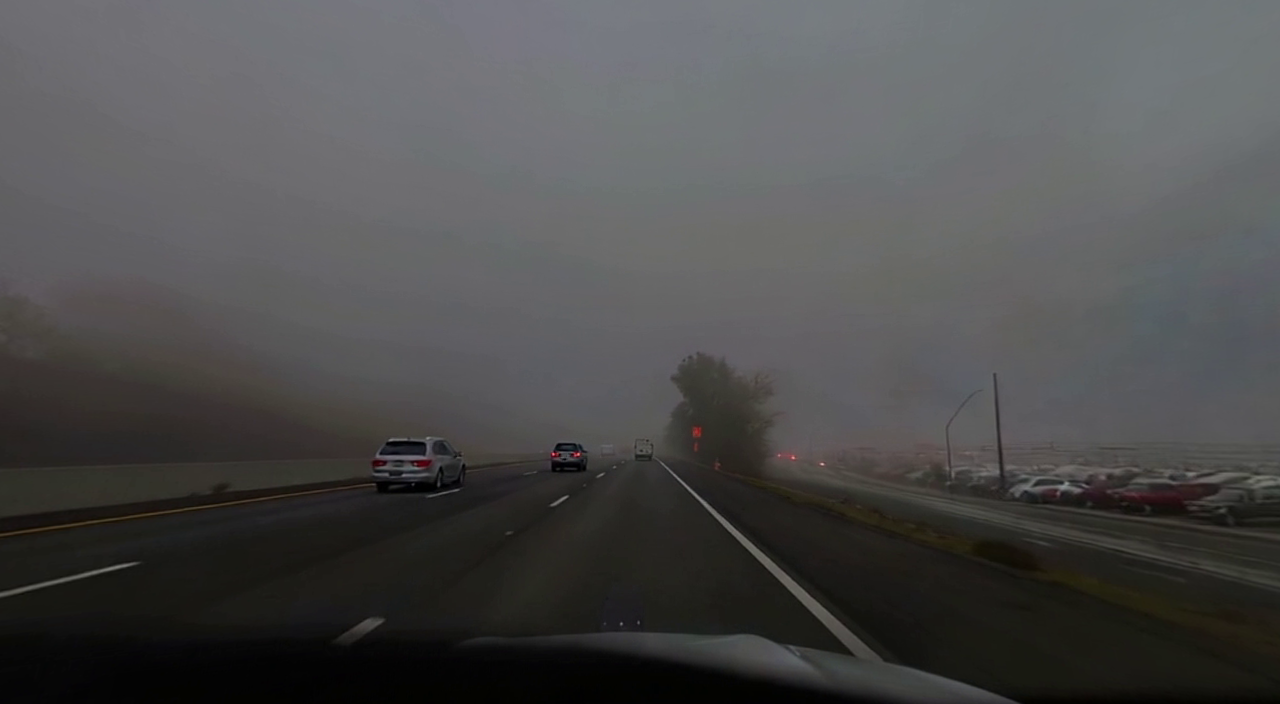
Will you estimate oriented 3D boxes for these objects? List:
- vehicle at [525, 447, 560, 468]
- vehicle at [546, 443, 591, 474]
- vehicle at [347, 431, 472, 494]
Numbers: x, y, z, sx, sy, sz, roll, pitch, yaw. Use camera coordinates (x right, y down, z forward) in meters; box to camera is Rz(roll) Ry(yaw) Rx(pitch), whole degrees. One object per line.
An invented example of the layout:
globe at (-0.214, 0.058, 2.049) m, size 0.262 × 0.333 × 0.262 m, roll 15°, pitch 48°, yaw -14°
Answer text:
vehicle at (-7.526, 8.128, 48.785) m, size 1.991 × 1.538 × 4.360 m, roll 0°, pitch -9°, yaw 0°
vehicle at (-4.018, 6.062, 36.125) m, size 2.070 × 1.665 × 4.213 m, roll 0°, pitch -9°, yaw 1°
vehicle at (-7.559, 3.684, 21.383) m, size 2.159 × 1.807 × 5.422 m, roll 0°, pitch -9°, yaw 0°
